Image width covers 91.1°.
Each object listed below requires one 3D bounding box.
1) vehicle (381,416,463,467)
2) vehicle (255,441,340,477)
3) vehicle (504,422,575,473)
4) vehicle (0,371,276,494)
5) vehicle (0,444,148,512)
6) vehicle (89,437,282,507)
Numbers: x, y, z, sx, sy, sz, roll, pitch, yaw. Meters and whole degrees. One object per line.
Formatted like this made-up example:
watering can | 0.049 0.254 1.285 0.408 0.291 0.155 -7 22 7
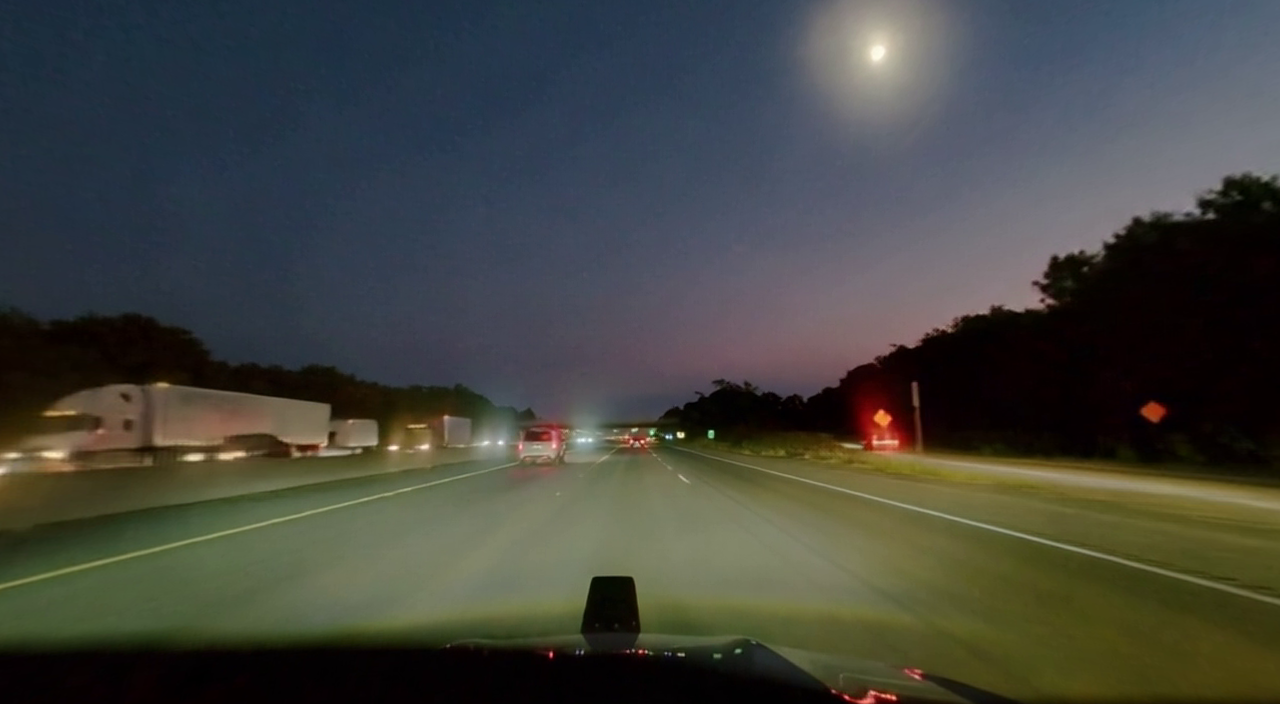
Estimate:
vehicle | -11.769 4.891 34.515 2.420 2.524 5.654 0 -8 0
vehicle | -15.913 4.948 29.424 1.846 1.550 3.815 0 -8 0
vehicle | -3.983 3.885 25.859 2.115 1.887 4.721 0 -8 0
vehicle | -19.858 3.342 25.904 3.141 3.906 11.698 0 -8 -2
vehicle | -15.928 3.254 16.756 1.874 1.528 4.714 0 -8 -1
vehicle | -11.335 2.955 16.119 1.888 1.538 4.057 0 -8 1
